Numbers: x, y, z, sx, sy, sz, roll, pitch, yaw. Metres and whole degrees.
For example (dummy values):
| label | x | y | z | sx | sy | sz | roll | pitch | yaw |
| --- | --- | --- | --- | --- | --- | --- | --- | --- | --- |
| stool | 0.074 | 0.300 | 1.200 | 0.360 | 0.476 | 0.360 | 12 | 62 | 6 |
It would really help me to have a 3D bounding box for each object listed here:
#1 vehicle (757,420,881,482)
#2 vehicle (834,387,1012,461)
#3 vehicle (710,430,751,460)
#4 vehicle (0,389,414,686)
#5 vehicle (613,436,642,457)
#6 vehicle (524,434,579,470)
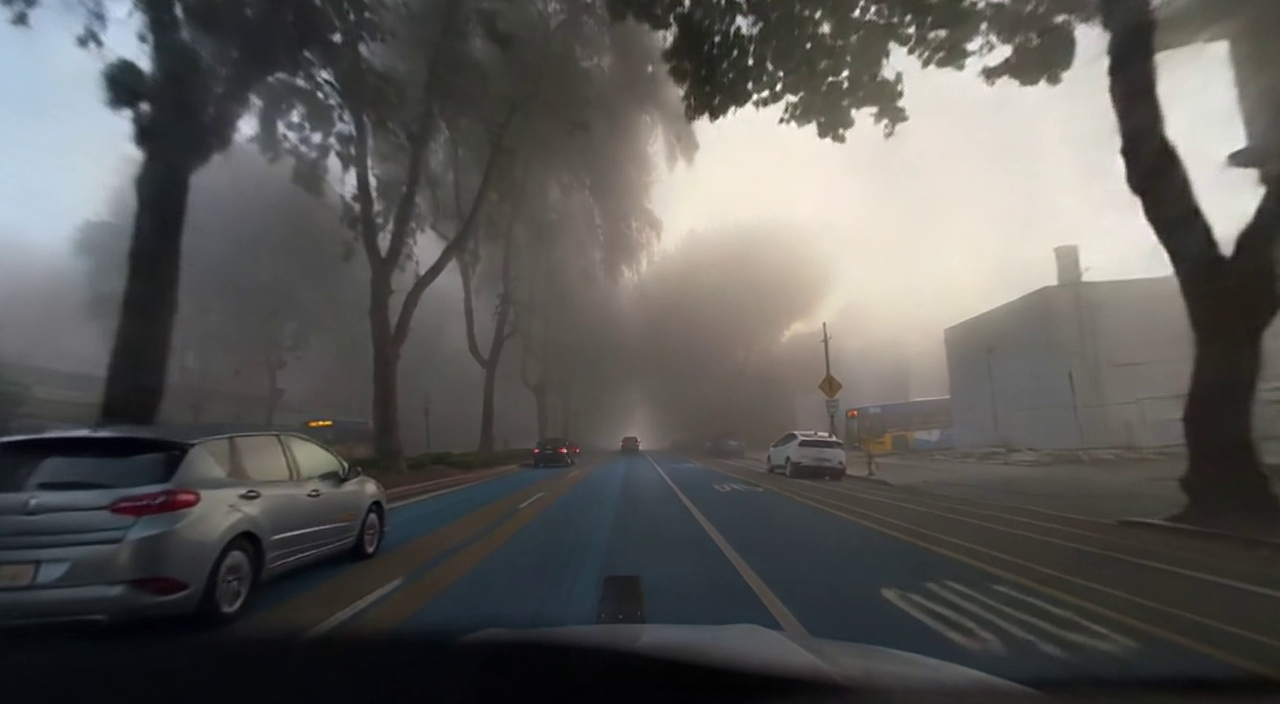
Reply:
| label | x | y | z | sx | sy | sz | roll | pitch | yaw |
| --- | --- | --- | --- | --- | --- | --- | --- | --- | --- |
| vehicle | 5.876 | 3.385 | 21.785 | 2.390 | 1.816 | 6.050 | 0 | -8 | -1 |
| vehicle | 14.789 | 3.805 | 33.495 | 7.722 | 2.908 | 3.067 | -6 | -7 | -4 |
| vehicle | 5.842 | 6.042 | 41.225 | 1.945 | 1.829 | 4.305 | 0 | -8 | -2 |
| vehicle | -3.779 | 1.276 | 5.532 | 1.995 | 1.524 | 4.438 | 0 | -8 | -1 |
| vehicle | -0.928 | 6.990 | 46.733 | 1.999 | 1.520 | 3.896 | 0 | -8 | -1 |
| vehicle | -4.002 | 4.600 | 29.171 | 1.934 | 1.522 | 4.287 | 0 | -8 | 0 |
